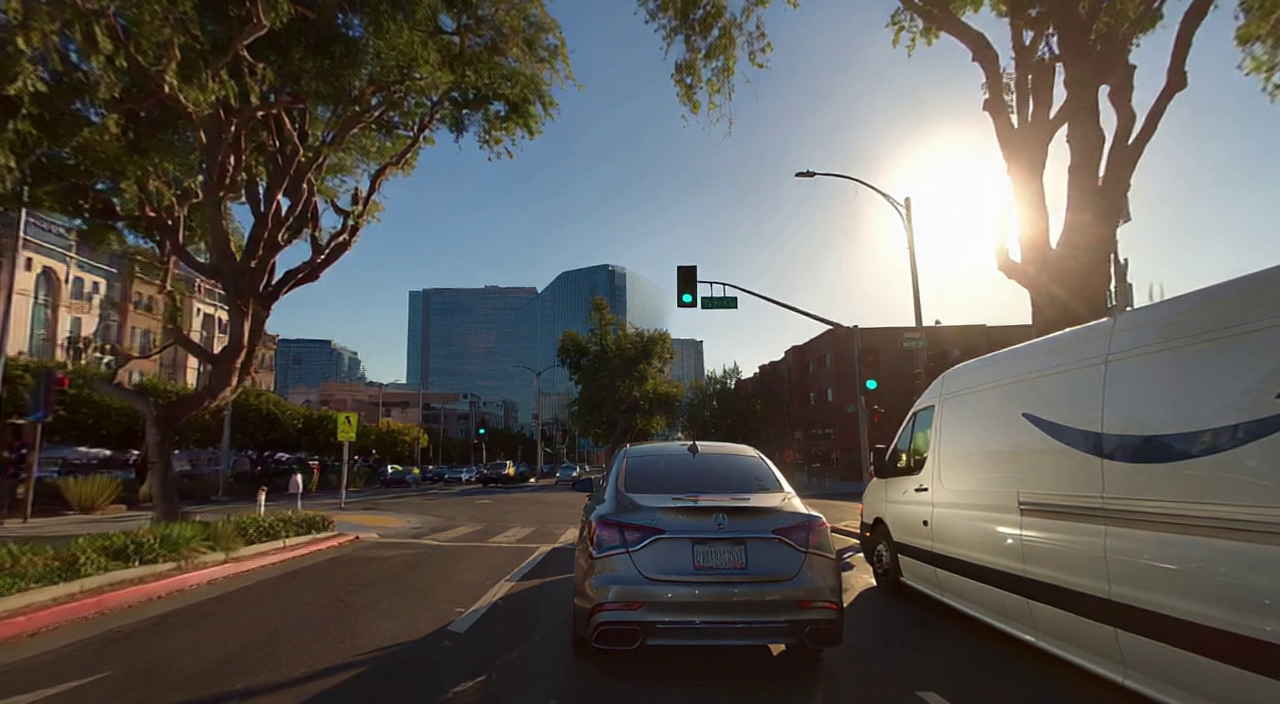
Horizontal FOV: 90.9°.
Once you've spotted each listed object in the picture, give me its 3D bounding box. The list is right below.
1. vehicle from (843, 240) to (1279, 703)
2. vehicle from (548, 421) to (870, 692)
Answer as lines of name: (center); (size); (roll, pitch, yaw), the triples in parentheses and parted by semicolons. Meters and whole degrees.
vehicle: (2.851, 0.885, 2.882); (2.054, 1.965, 5.248); (1, -11, 0)
vehicle: (0.384, 1.590, 5.744); (1.961, 1.629, 3.610); (1, -10, -1)
